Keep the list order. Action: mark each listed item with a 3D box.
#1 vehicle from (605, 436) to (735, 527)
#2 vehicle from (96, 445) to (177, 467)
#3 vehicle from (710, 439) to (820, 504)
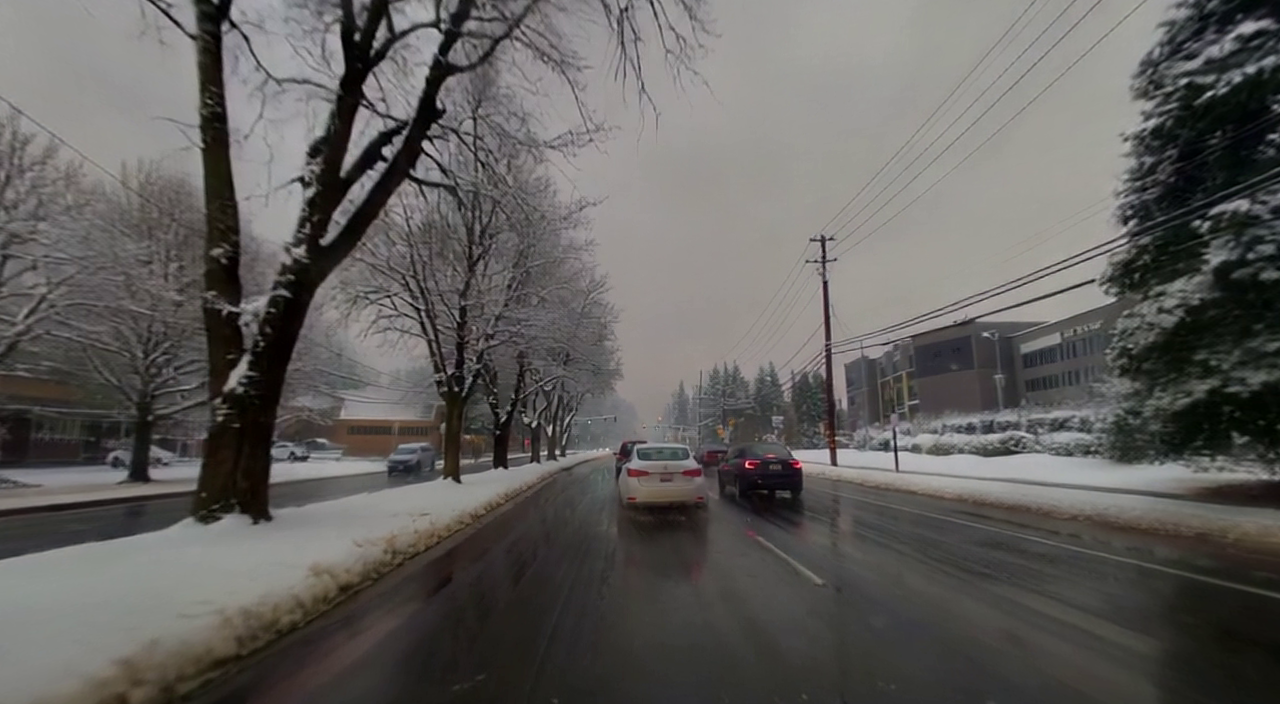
[{"bbox_3d":[0.398,2.435,12.446,2.144,1.473,4.028,1,-8,-3],"label":"vehicle"},{"bbox_3d":[-38.993,8.056,48.865,1.804,1.478,4.485,-3,-8,25],"label":"vehicle"},{"bbox_3d":[3.127,3.082,16.672,1.985,1.489,4.036,0,-8,-1],"label":"vehicle"}]
